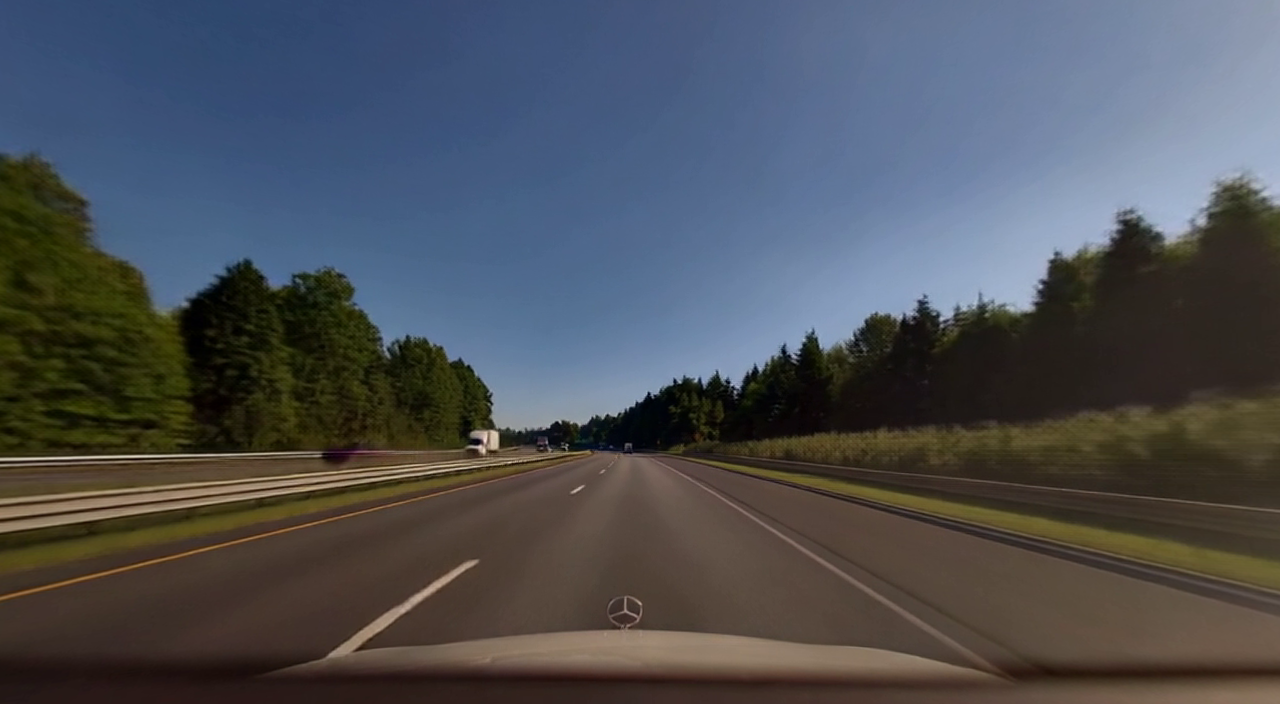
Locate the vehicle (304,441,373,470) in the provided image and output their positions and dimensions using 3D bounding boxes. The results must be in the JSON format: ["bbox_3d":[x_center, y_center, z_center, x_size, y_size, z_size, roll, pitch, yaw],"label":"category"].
[{"bbox_3d":[-15.927,5.482,33.461,1.834,1.454,3.628,0,-9,1],"label":"vehicle"}]
